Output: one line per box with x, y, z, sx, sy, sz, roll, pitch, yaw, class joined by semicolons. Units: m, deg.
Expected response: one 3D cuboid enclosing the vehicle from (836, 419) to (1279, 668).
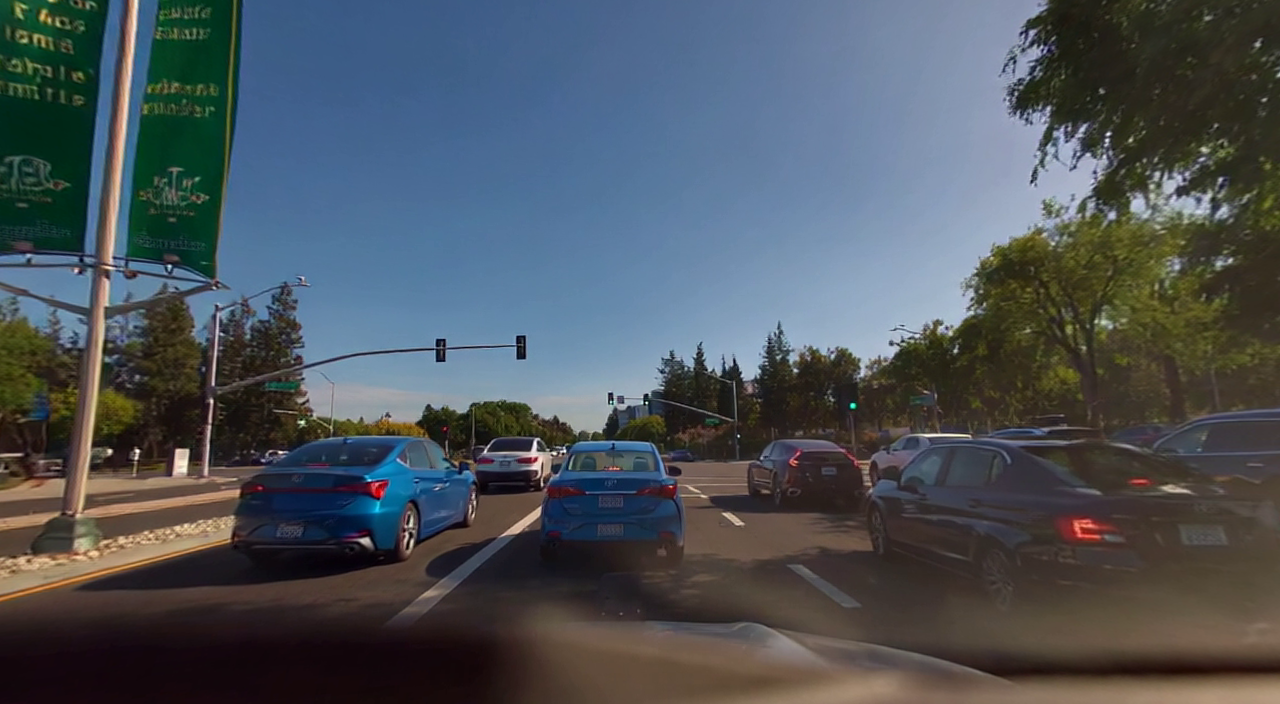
3.596;1.480;6.073;1.953;1.471;4.470;0;-9;0;vehicle

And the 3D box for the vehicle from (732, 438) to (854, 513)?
3.406;2.819;14.873;1.852;1.498;3.825;0;-9;-1;vehicle

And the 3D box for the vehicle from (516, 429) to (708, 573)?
-0.314;1.826;8.456;1.994;1.479;3.647;0;-9;-1;vehicle

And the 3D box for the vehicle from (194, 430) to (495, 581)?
-3.370;1.812;8.291;1.929;1.457;4.136;0;-9;0;vehicle
